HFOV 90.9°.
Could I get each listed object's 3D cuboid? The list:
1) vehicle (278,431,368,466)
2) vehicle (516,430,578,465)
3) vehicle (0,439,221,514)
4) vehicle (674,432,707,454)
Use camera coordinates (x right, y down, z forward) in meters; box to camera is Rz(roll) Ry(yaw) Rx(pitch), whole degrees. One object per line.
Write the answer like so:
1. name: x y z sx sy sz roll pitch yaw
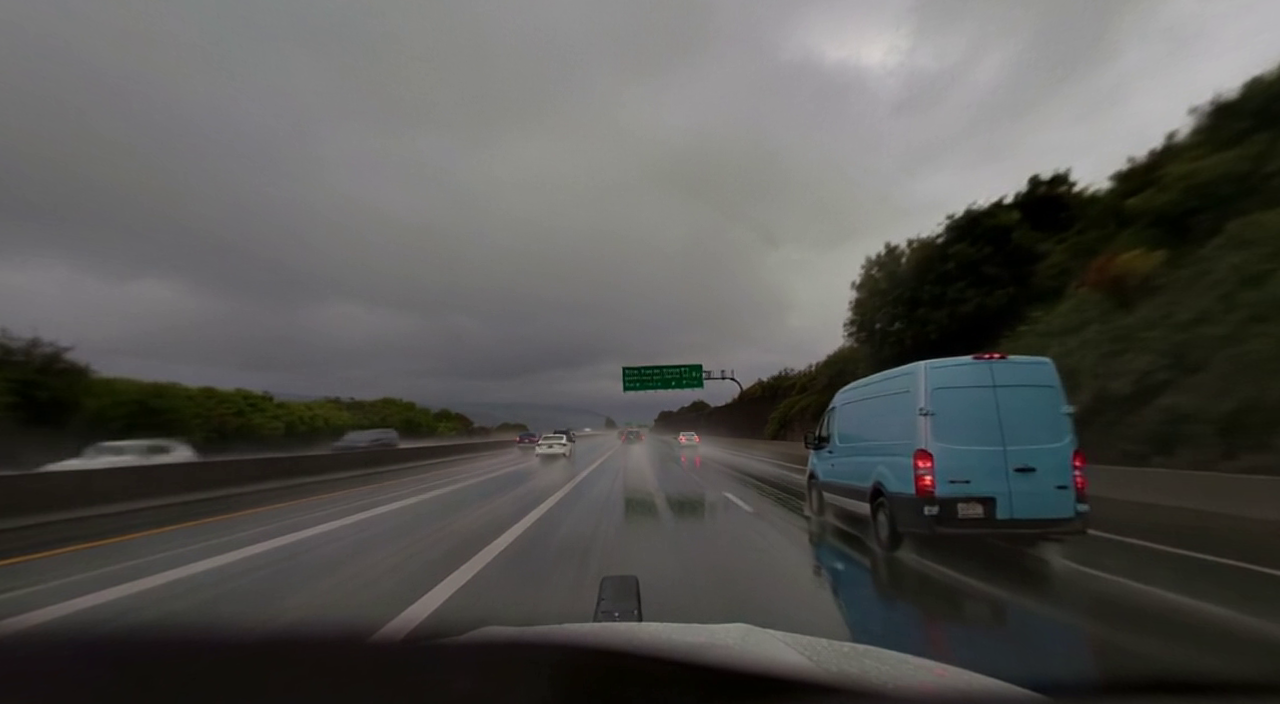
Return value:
1. vehicle: -15.350 4.677 30.830 1.932 1.589 4.686 0 -8 0
2. vehicle: -4.152 4.338 28.802 2.204 1.486 4.121 0 -8 0
3. vehicle: -11.711 2.634 14.010 1.838 1.375 4.405 0 -8 -1
4. vehicle: 3.454 6.325 43.843 1.806 1.469 3.681 0 -8 -3
